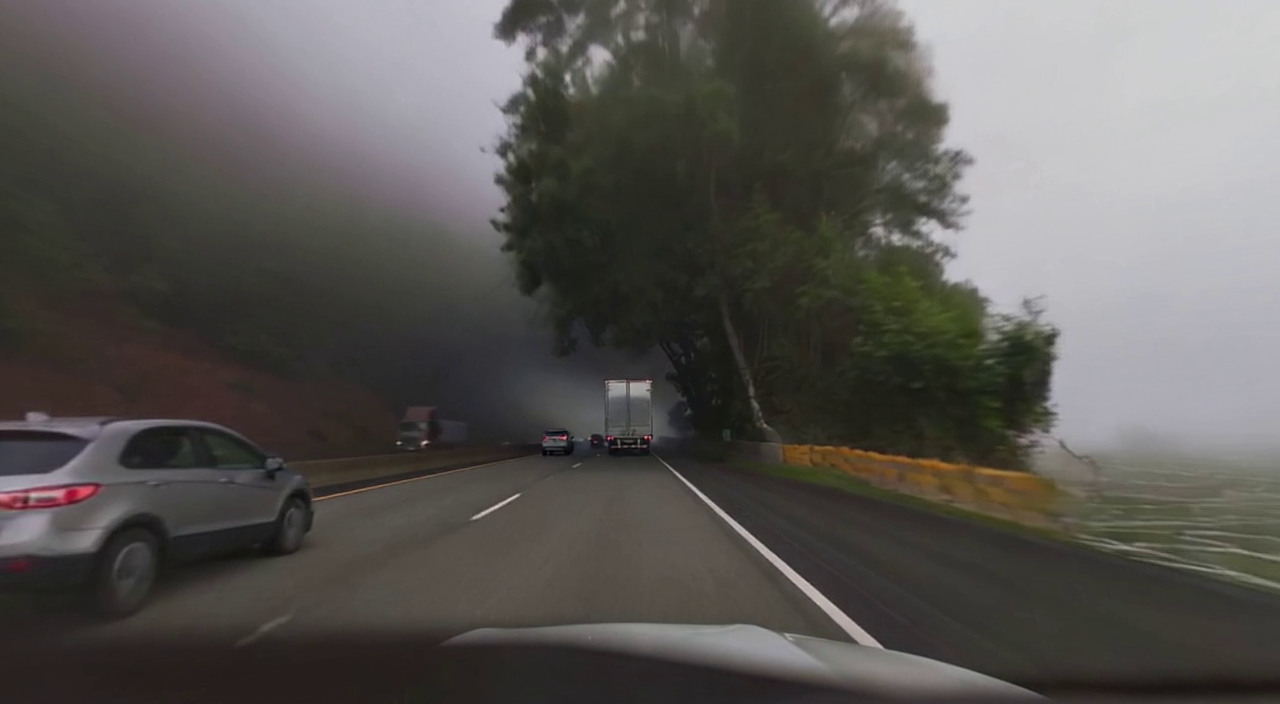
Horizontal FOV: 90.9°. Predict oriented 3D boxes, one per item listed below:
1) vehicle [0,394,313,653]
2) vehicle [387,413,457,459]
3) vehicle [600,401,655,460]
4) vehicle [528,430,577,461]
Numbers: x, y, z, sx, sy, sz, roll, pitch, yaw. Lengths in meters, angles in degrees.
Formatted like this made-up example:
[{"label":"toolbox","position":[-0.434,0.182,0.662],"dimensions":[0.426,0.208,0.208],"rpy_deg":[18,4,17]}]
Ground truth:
[{"label":"vehicle","position":[-4.747,1.229,5.284],"dimensions":[1.909,1.520,3.897],"rpy_deg":[0,-8,0]},{"label":"vehicle","position":[-16.851,6.566,49.267],"dimensions":[2.645,3.229,7.395],"rpy_deg":[0,-8,1]},{"label":"vehicle","position":[-0.523,3.416,27.346],"dimensions":[2.319,2.461,1.270],"rpy_deg":[0,-8,-1]},{"label":"vehicle","position":[-5.006,5.443,36.850],"dimensions":[2.138,1.697,4.587],"rpy_deg":[0,-8,1]}]
